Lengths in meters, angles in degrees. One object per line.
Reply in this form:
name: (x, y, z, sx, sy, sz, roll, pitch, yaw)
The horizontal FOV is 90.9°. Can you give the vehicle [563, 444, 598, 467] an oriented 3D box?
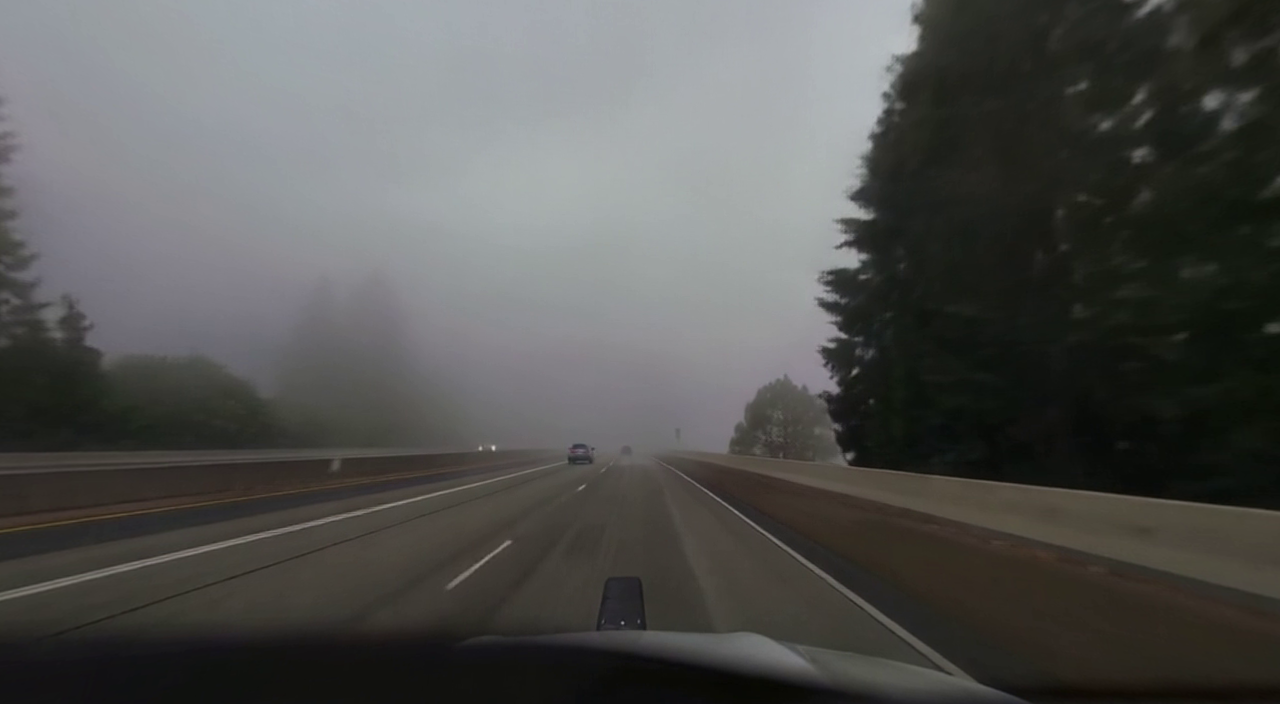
vehicle: (-4.170, 7.329, 44.816, 2.083, 1.560, 4.713, 0, -9, -1)
